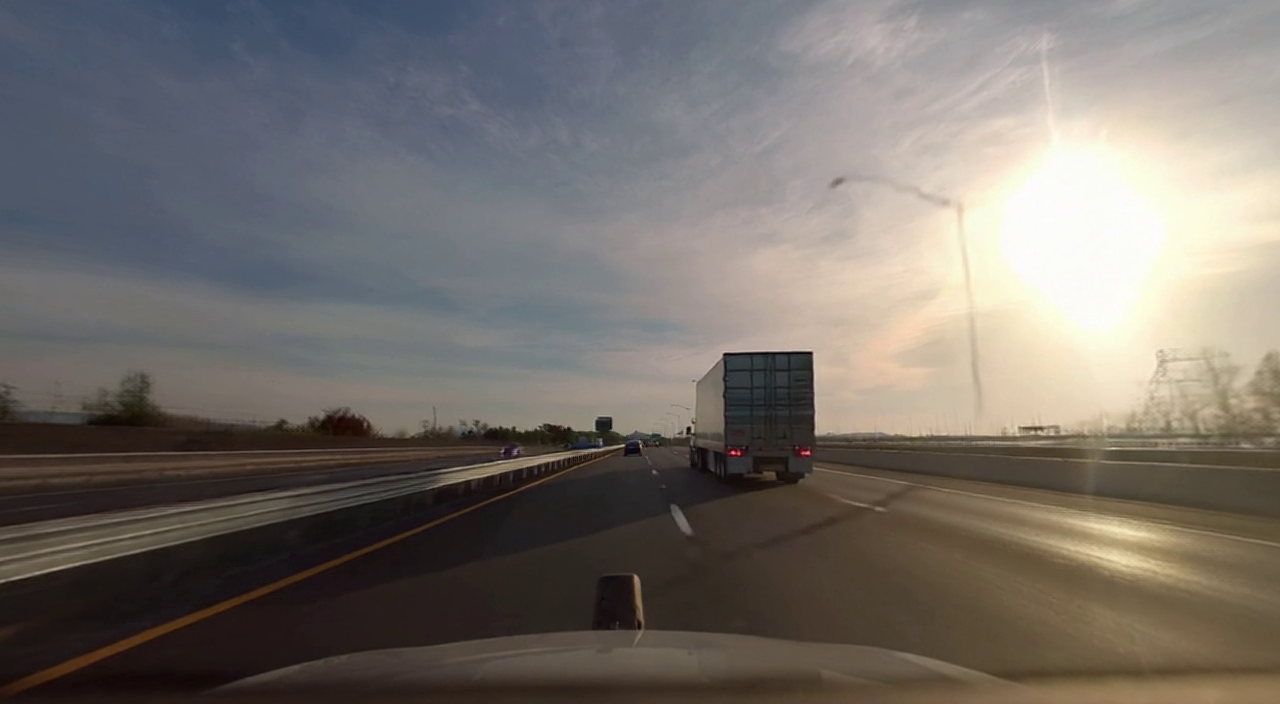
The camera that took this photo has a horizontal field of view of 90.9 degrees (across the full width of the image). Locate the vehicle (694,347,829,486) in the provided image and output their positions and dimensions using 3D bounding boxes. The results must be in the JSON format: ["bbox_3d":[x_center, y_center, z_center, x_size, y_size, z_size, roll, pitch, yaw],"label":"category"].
[{"bbox_3d":[4.126,2.771,25.199,2.966,4.072,13.408,0,-8,1],"label":"vehicle"}]
